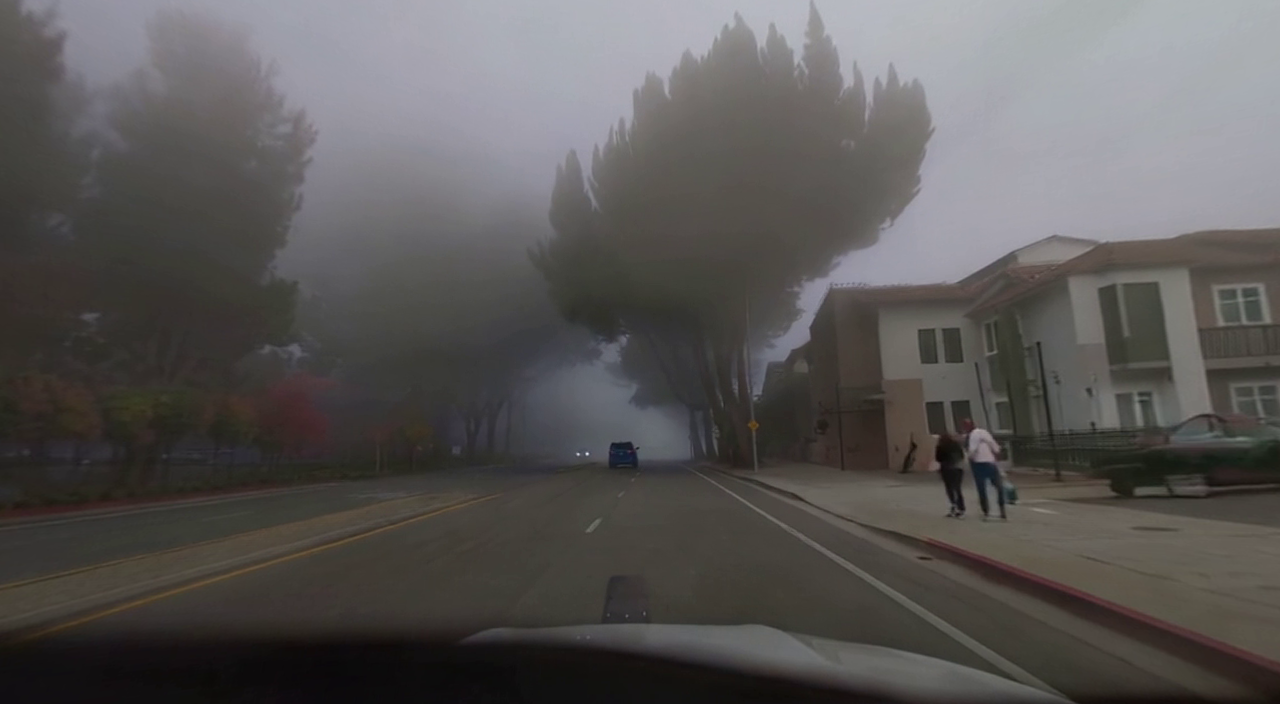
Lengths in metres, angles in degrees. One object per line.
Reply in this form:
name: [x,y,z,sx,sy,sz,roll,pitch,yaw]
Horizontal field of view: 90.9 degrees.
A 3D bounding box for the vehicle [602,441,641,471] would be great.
vehicle: [-1.134,6.828,41.623,2.294,1.859,5.127,0,-9,2]
